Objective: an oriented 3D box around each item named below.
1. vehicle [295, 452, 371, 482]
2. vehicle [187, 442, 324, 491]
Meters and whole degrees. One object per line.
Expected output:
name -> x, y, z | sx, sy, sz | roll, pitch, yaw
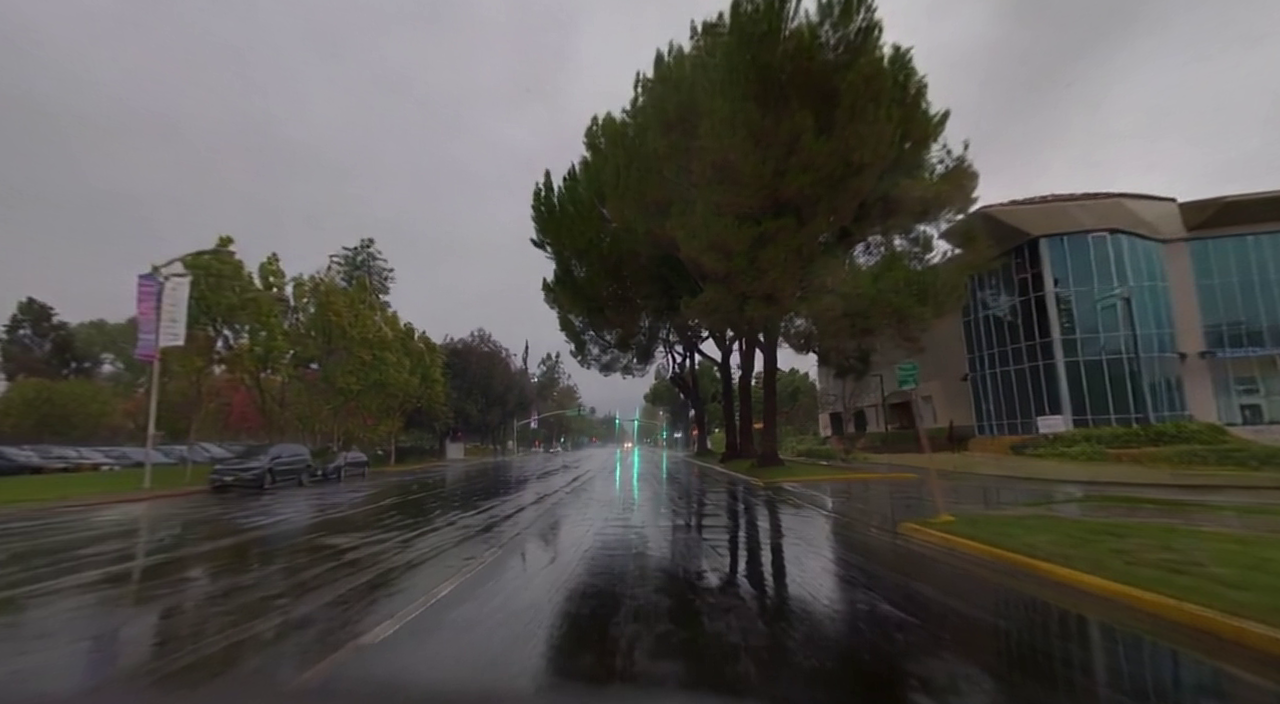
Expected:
vehicle -> -17.581, 6.586, 36.199 | 1.933, 1.521, 4.771 | 0, -9, 0
vehicle -> -17.436, 5.174, 28.977 | 2.617, 1.997, 5.830 | 0, -9, 0
